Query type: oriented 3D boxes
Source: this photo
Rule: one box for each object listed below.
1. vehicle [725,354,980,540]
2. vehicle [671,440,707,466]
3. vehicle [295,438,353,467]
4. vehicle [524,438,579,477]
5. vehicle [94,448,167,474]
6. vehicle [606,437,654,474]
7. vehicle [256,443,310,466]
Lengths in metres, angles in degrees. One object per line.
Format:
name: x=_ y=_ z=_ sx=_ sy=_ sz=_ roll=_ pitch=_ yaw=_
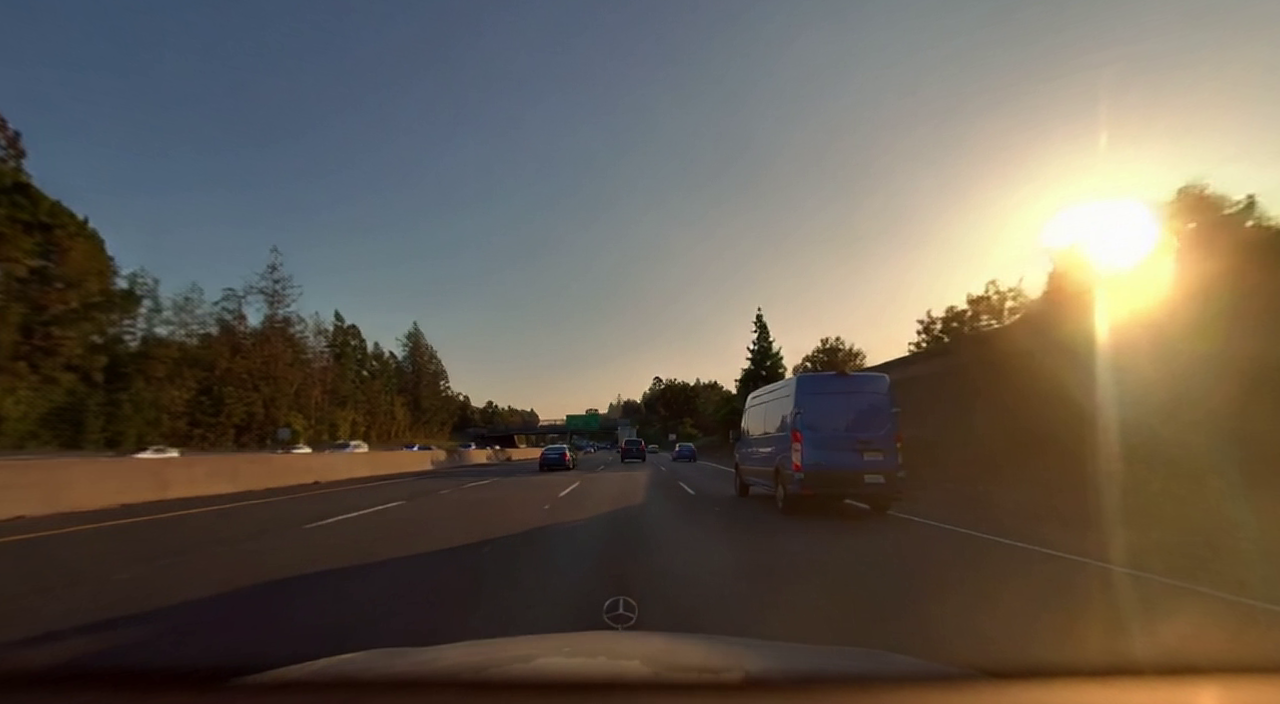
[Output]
vehicle: x=3.535 y=1.845 z=12.539 sx=2.631 sy=2.709 sz=6.496 roll=0 pitch=-8 yaw=-1
vehicle: x=3.458 y=7.253 z=45.521 sx=2.160 sy=1.759 sz=4.214 roll=0 pitch=-8 yaw=-2
vehicle: x=-17.760 y=5.651 z=35.648 sx=1.520 sy=1.495 sz=3.354 roll=0 pitch=-8 yaw=0
vehicle: x=-4.194 y=5.082 z=30.639 sx=2.023 sy=1.709 sz=4.263 roll=0 pitch=-8 yaw=0
vehicle: x=-29.048 y=6.181 z=36.137 sx=1.440 sy=1.397 sz=3.257 roll=0 pitch=-9 yaw=-1
vehicle: x=-0.523 y=5.329 z=32.727 sx=2.297 sy=1.783 sz=4.355 roll=0 pitch=-8 yaw=-1
vehicle: x=-24.974 y=7.171 z=44.308 sx=1.824 sy=1.511 sz=3.484 roll=0 pitch=-8 yaw=-1
